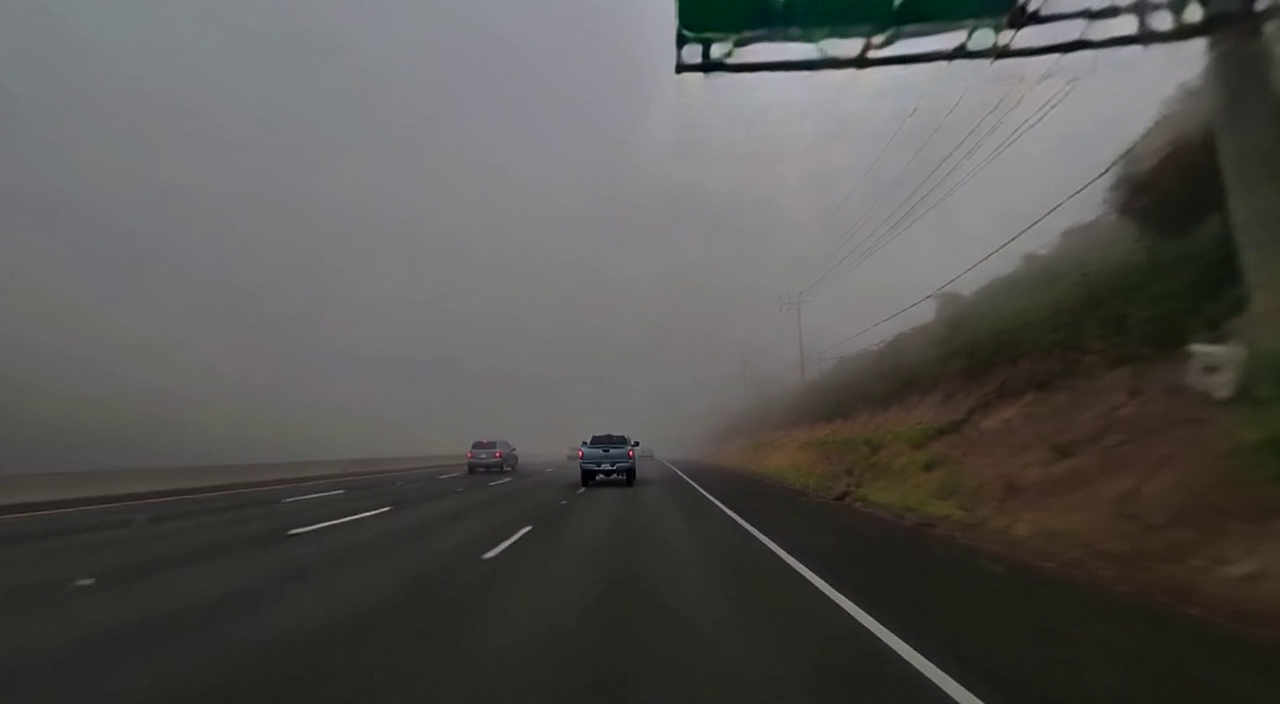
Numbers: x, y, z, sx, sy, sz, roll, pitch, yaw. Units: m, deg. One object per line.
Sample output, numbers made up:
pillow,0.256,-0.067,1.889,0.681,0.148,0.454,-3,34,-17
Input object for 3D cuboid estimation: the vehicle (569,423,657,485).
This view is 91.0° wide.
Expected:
vehicle,-0.915,3.951,24.585,2.972,2.087,6.126,0,-9,0

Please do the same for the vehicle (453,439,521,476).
vehicle,-7.165,4.969,29.913,2.055,1.618,4.457,0,-9,1
